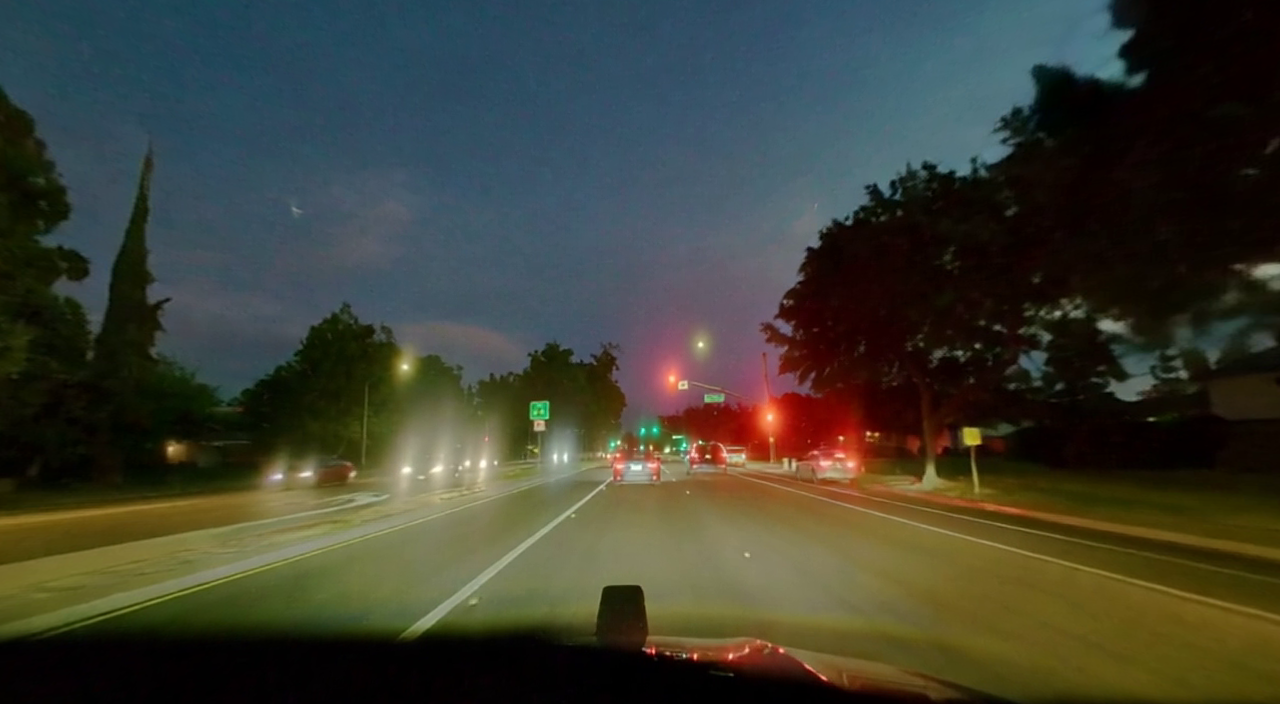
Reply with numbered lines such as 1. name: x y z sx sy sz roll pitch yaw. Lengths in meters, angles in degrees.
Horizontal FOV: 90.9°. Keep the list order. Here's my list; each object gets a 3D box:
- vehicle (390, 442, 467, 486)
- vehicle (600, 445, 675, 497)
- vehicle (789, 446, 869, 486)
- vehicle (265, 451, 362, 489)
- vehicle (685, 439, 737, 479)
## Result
1. vehicle: -9.453 5.014 28.610 2.090 1.785 4.692 0 -9 -4
2. vehicle: -0.044 3.712 20.110 2.140 1.474 4.026 0 -9 1
3. vehicle: 7.760 4.697 26.338 1.980 1.497 4.345 0 -9 0
4. vehicle: -14.489 5.233 28.293 1.926 1.480 4.337 0 -9 1
5. vehicle: 3.405 5.218 31.053 2.073 1.822 4.276 0 -9 0
